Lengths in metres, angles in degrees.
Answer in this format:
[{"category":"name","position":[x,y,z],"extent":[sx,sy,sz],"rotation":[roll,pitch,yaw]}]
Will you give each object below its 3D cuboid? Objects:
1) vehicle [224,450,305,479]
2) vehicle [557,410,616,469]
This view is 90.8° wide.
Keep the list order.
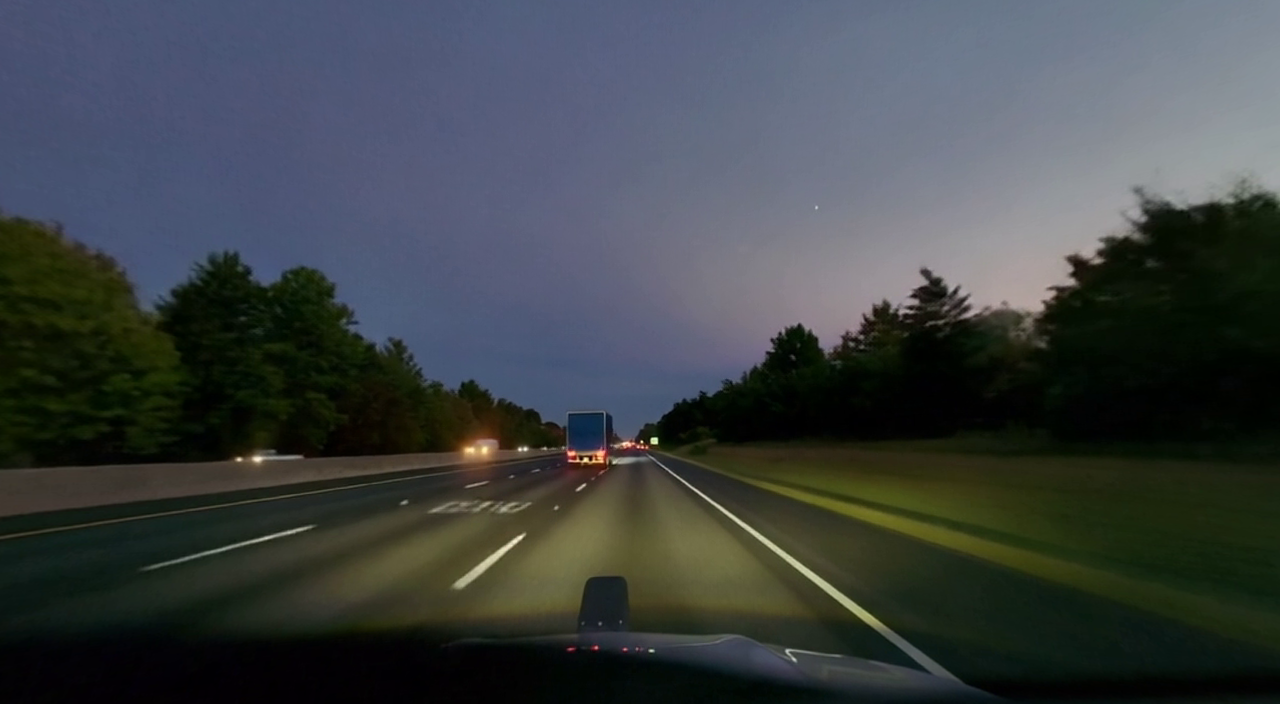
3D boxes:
[{"category":"vehicle","position":[-21.334,6.382,36.086],"extent":[1.915,1.525,4.408],"rotation":[0,-9,0]},{"category":"vehicle","position":[-3.191,5.563,39.910],"extent":[2.874,3.309,8.208],"rotation":[0,-8,1]}]
